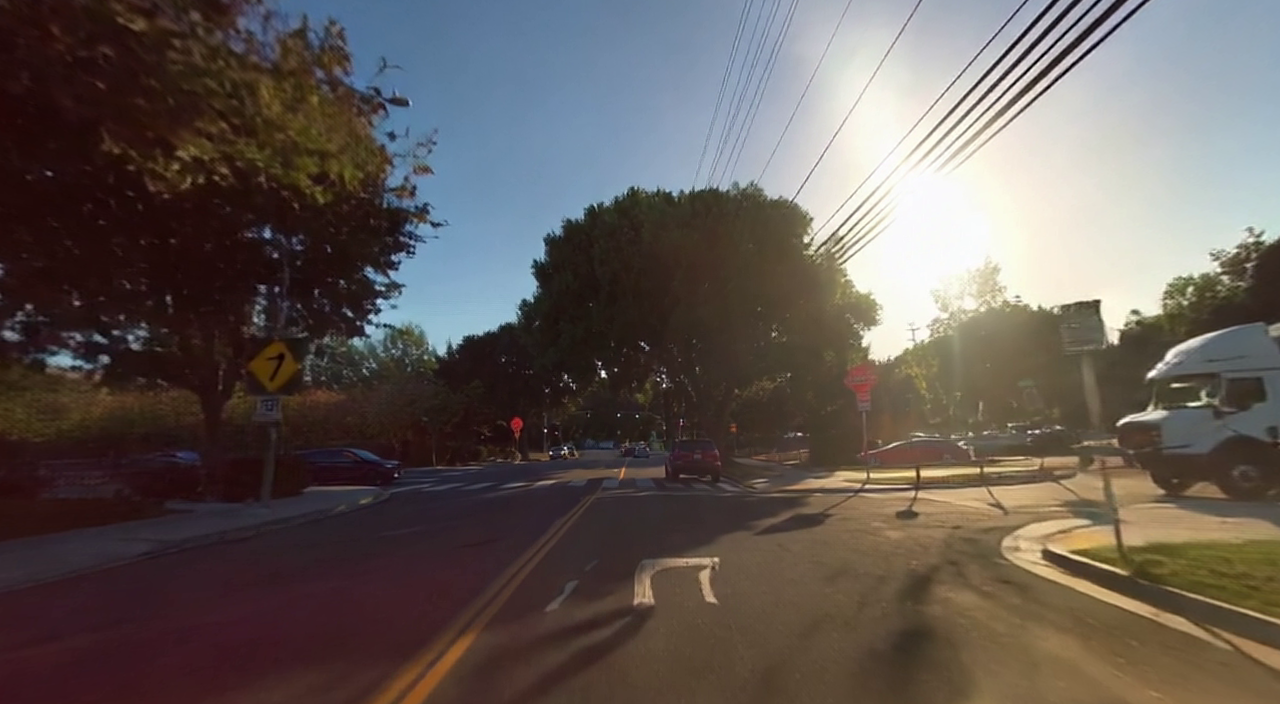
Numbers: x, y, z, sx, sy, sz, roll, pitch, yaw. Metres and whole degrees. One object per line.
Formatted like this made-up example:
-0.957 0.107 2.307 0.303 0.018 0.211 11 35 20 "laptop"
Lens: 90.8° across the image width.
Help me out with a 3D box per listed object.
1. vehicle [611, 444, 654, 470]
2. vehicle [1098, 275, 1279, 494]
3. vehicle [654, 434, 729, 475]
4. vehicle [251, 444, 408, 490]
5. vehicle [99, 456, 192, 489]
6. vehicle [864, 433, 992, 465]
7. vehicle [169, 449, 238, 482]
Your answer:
-0.519 6.166 37.453 1.874 1.427 3.976 1 -9 -11 "vehicle"
15.125 0.749 12.461 9.897 3.821 2.789 0 -8 -1 "vehicle"
2.476 5.200 32.231 2.553 1.868 5.536 1 -9 -9 "vehicle"
-13.843 5.127 28.523 5.866 1.904 2.197 1 -9 -6 "vehicle"
-29.251 7.108 37.619 2.085 1.763 4.658 1 -9 -6 "vehicle"
13.023 4.419 28.803 4.872 1.400 1.955 -1 -9 3 "vehicle"
-30.339 7.854 44.088 2.087 2.103 4.490 0 -9 -9 "vehicle"
